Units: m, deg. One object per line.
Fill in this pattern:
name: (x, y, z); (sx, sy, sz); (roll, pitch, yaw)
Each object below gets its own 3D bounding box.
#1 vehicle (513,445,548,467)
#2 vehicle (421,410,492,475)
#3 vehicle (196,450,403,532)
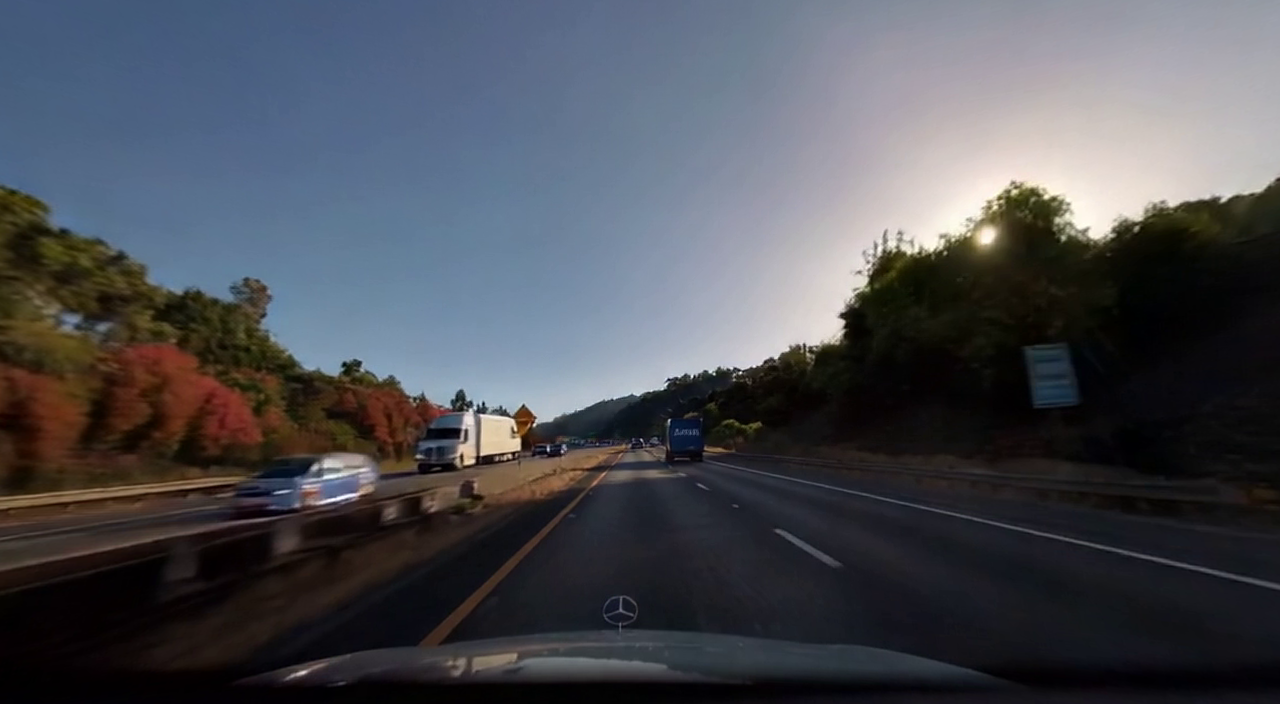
vehicle: (-8.286, 7.897, 47.968); (1.891, 1.534, 4.239); (0, -9, 0)
vehicle: (-12.237, 6.140, 42.600); (2.994, 4.015, 6.170); (0, -9, -1)
vehicle: (-7.255, 2.963, 14.142); (1.992, 1.492, 4.794); (0, -9, 0)
